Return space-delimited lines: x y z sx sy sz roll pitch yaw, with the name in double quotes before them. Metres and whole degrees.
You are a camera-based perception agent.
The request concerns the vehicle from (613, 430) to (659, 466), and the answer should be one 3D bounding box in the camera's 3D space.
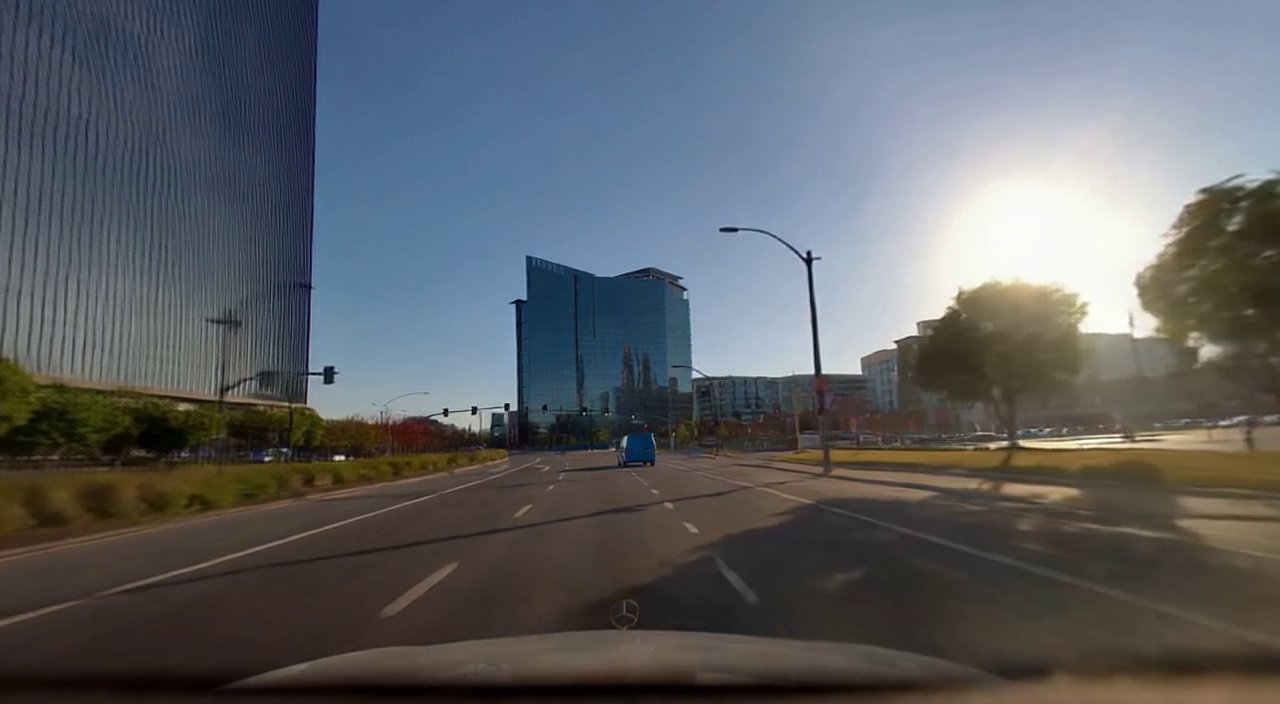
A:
"vehicle" -0.359 6.437 42.179 2.339 2.244 4.817 1 -8 -9
